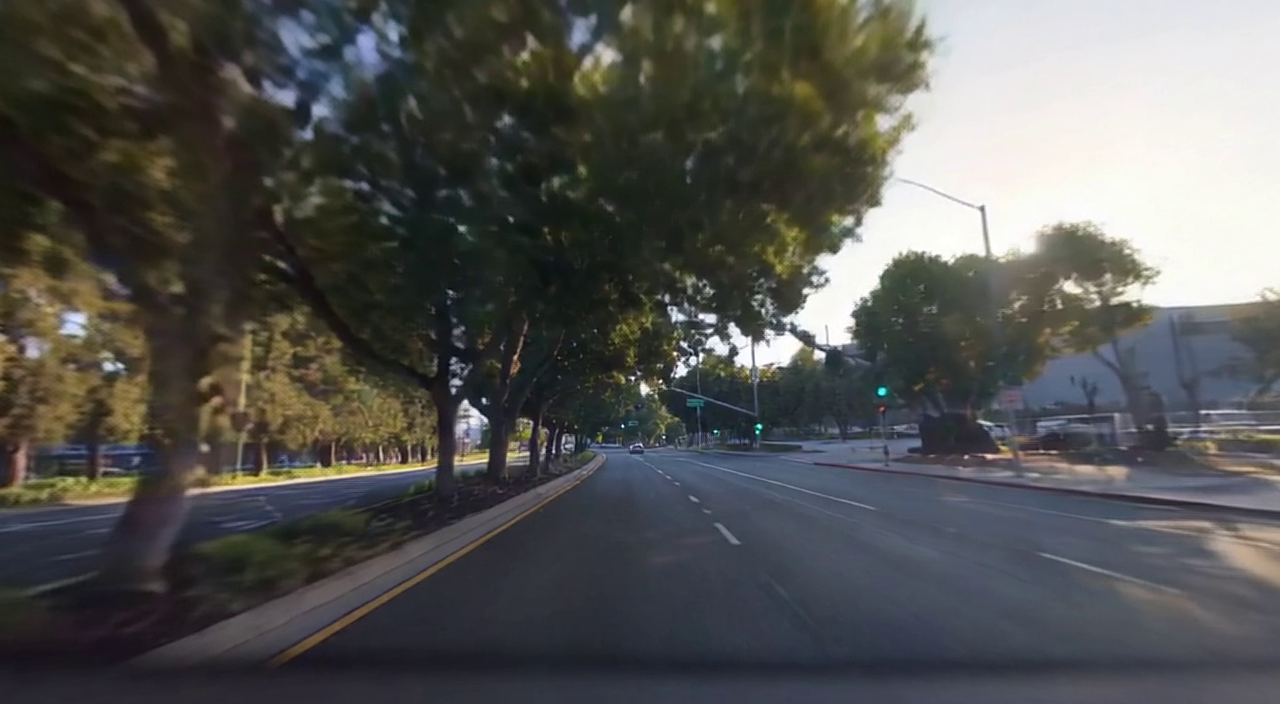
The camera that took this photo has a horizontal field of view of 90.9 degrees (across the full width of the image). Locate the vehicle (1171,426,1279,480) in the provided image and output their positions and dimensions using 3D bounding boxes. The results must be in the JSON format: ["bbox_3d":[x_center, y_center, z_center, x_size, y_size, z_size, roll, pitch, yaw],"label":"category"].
[{"bbox_3d":[18.496,2.925,18.346,4.244,1.448,1.960,0,-8,1],"label":"vehicle"}]

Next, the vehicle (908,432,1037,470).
[{"bbox_3d":[15.785,4.703,30.118,4.982,1.441,1.951,-3,-8,-2],"label":"vehicle"}]
